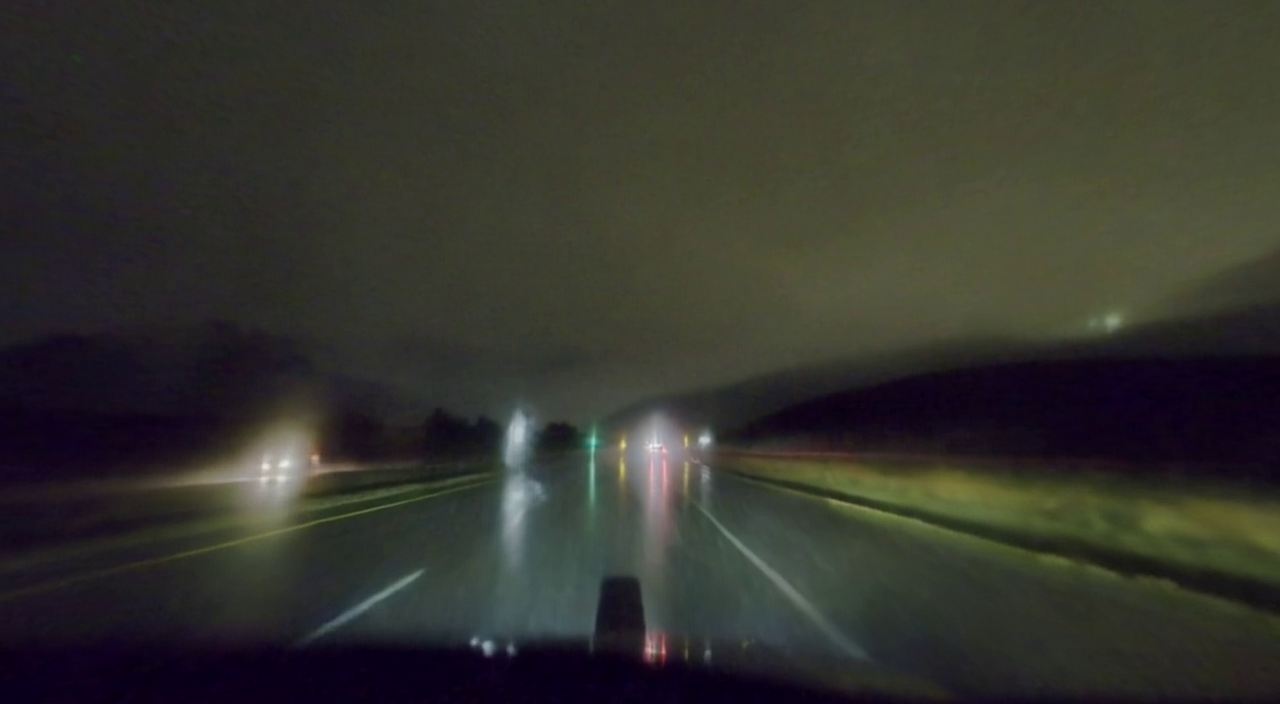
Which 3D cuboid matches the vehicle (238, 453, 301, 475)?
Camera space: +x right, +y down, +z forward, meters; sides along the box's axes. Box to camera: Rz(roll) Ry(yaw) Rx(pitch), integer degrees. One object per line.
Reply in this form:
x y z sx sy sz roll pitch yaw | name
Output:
-28.410 8.583 48.482 1.872 1.504 4.636 -1 -9 3 | vehicle
